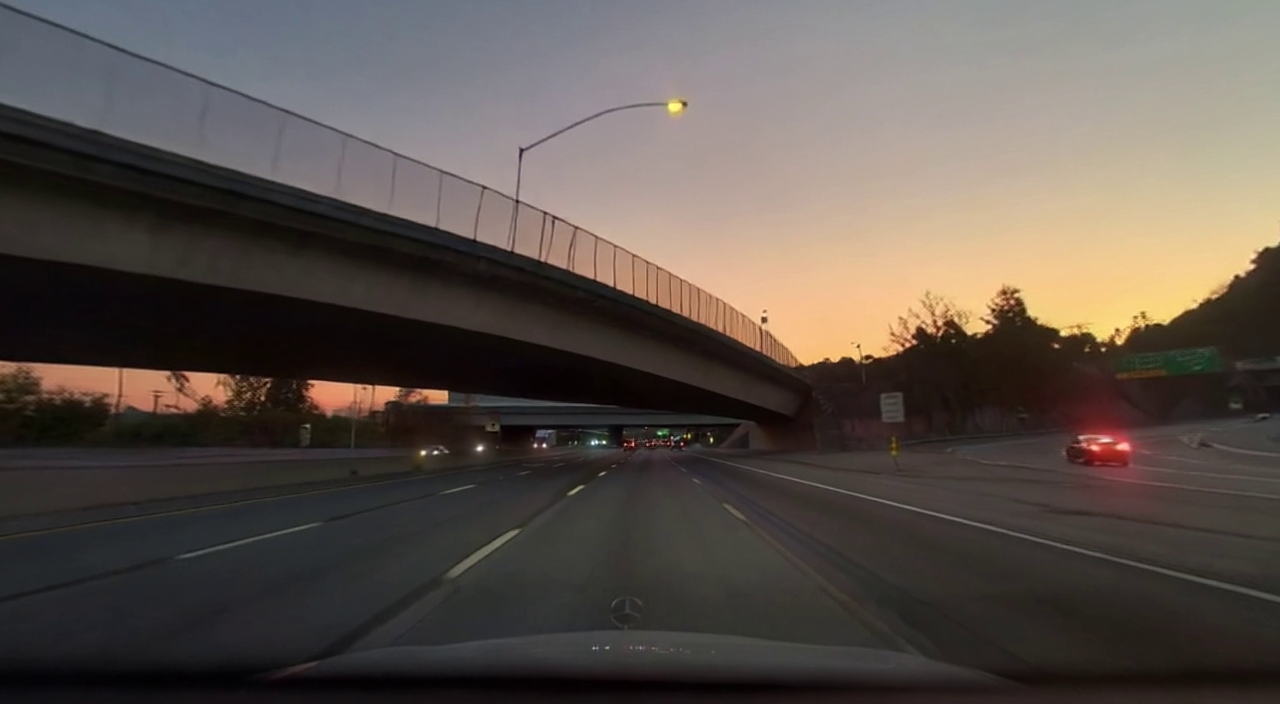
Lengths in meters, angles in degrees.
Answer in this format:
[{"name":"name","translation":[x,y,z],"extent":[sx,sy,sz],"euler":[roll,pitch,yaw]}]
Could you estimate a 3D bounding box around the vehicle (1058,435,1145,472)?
[{"name":"vehicle","translation":[22.795,5.023,31.334],"extent":[2.039,1.658,4.457],"euler":[-3,-9,17]}]
